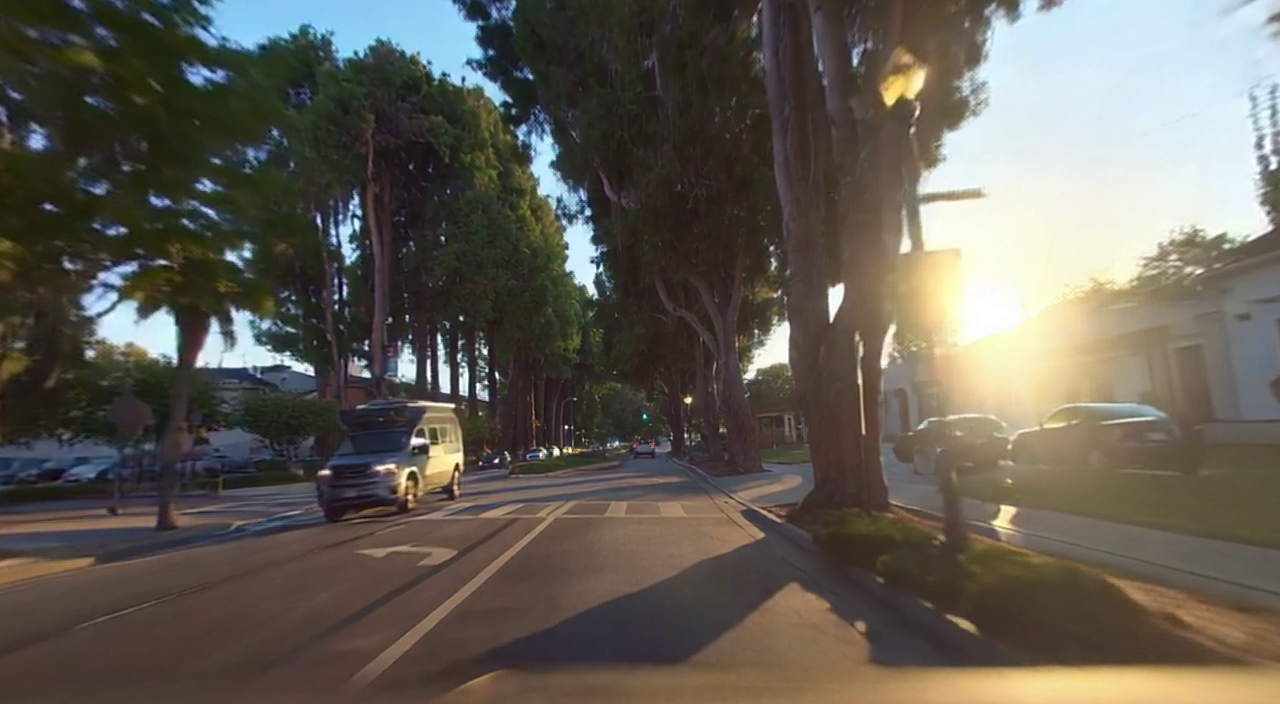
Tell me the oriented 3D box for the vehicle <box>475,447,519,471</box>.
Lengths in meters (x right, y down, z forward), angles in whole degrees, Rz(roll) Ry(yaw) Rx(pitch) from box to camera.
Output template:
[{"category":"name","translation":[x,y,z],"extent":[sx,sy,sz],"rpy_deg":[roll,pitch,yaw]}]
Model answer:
[{"category":"vehicle","translation":[-9.722,7.306,43.274],"extent":[1.892,1.484,4.576],"rpy_deg":[1,-9,1]}]

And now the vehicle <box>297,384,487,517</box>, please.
[{"category":"vehicle","translation":[-5.918,2.485,16.214],"extent":[2.303,2.760,5.868],"rpy_deg":[0,-8,1]}]
